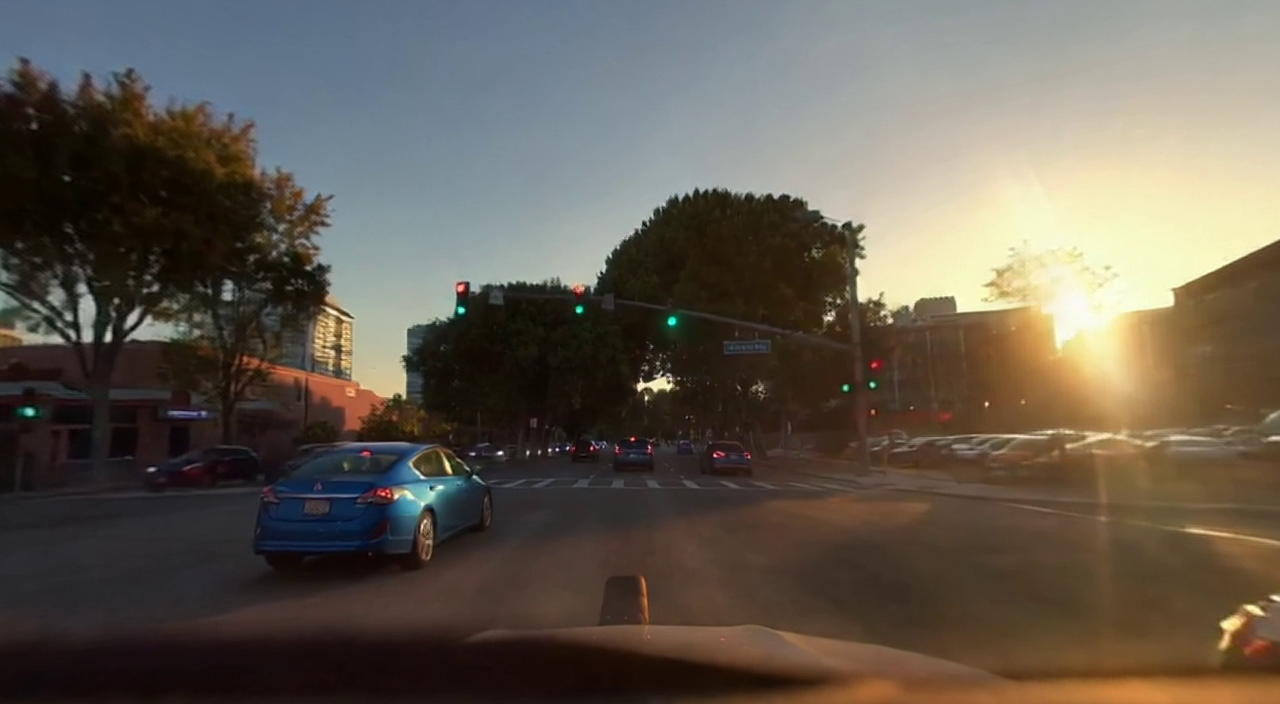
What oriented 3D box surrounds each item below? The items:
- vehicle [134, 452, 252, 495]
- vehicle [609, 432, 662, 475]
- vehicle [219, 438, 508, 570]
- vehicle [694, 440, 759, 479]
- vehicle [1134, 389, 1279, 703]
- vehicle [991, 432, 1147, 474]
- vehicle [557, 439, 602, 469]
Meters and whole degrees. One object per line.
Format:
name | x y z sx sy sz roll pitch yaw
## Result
vehicle | -19.447 5.260 27.678 1.988 1.625 4.260 0 -8 1
vehicle | -0.201 4.925 30.915 2.361 1.898 4.465 0 -8 0
vehicle | -3.356 1.888 8.686 2.115 1.369 3.908 0 -8 2
vehicle | 3.525 4.473 26.515 2.058 1.472 4.317 0 -8 0
vehicle | 3.305 0.643 0.595 2.052 1.475 4.540 0 -8 1
vehicle | 16.109 3.805 23.854 4.407 1.492 1.930 -1 -8 2
vehicle | -3.474 5.931 36.911 2.130 1.645 3.995 0 -8 1
